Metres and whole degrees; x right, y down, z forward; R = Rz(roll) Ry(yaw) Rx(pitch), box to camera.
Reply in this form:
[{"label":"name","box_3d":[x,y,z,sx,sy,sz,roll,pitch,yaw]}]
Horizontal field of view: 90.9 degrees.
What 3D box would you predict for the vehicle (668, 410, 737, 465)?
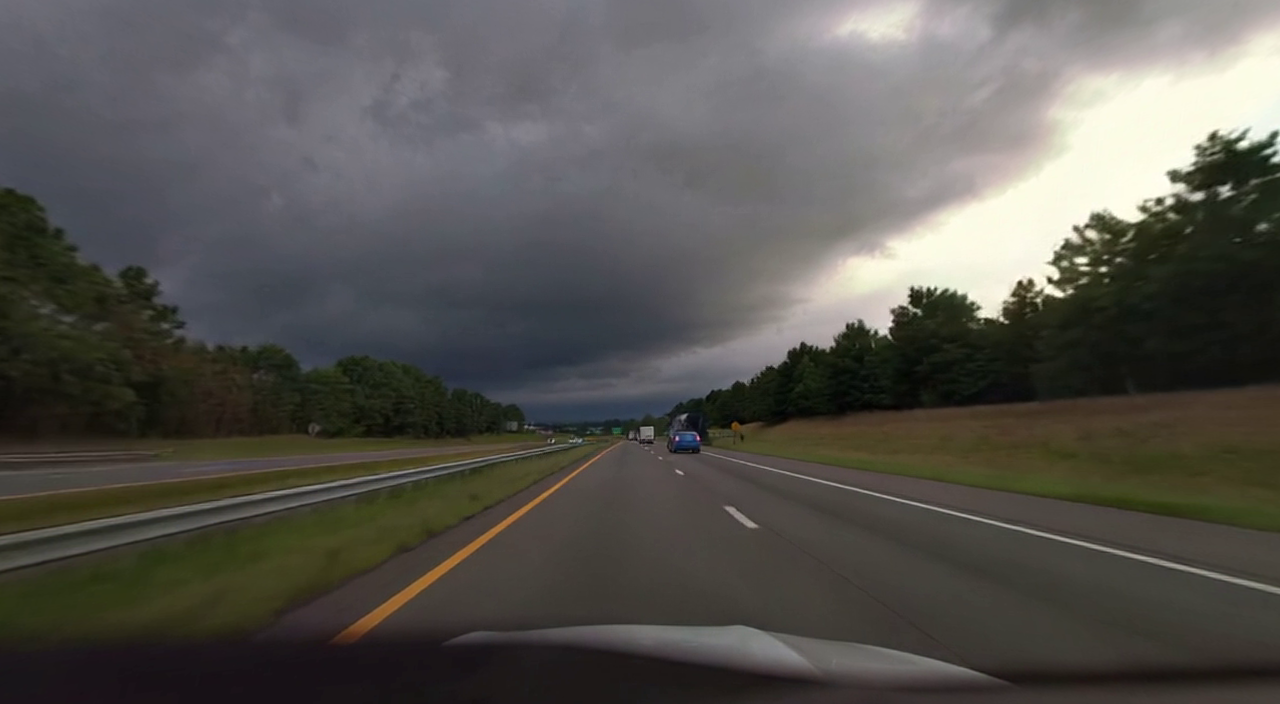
[{"label":"vehicle","box_3d":[3.222,4.616,34.211,2.821,2.672,6.205,0,-8,-3]}]
